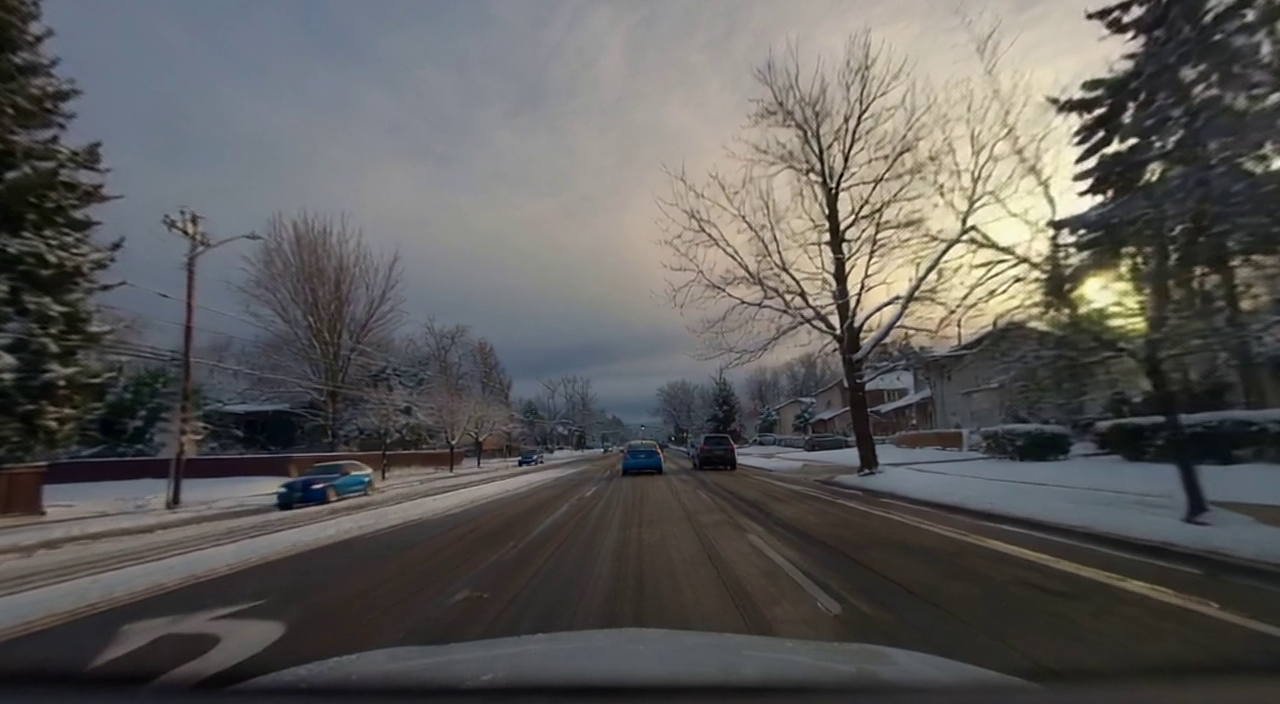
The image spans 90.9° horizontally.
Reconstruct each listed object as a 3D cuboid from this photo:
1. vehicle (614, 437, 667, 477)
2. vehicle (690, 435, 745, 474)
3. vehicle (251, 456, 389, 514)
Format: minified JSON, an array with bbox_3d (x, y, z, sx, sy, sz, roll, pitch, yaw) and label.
[{"bbox_3d":[0.030,4.699,28.567,2.200,1.653,4.127,0,-8,0],"label":"vehicle"},{"bbox_3d":[3.609,4.877,30.197,2.024,1.711,4.512,0,-8,-1],"label":"vehicle"},{"bbox_3d":[-10.012,4.148,20.218,1.916,1.492,4.677,-2,-8,1],"label":"vehicle"}]
